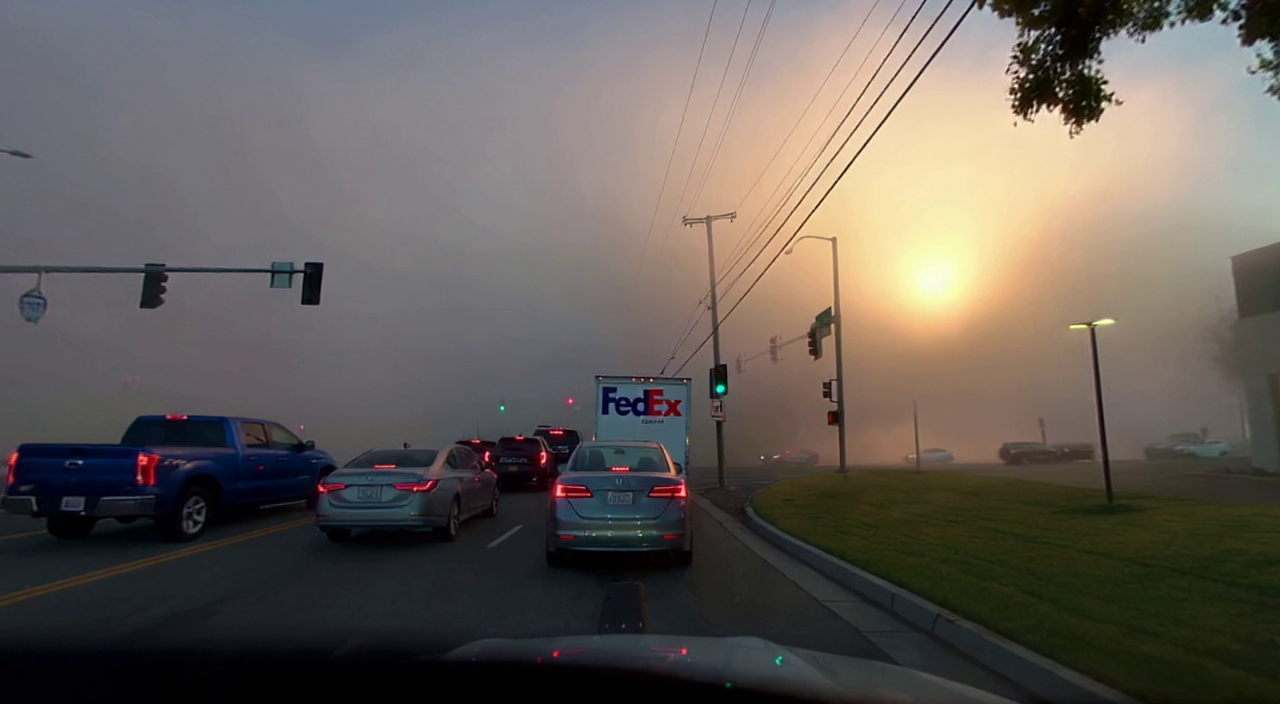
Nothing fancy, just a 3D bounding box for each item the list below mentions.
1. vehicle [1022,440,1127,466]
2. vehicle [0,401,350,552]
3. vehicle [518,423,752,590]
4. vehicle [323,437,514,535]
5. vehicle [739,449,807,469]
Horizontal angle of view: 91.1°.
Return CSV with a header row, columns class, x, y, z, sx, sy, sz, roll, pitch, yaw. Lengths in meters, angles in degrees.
class,x,y,z,sx,sy,sz,roll,pitch,yaw
vehicle,25.671,5.971,37.158,4.794,1.481,1.968,1,-8,-3
vehicle,-7.282,1.980,10.738,2.125,1.893,5.498,0,-9,-2
vehicle,-0.048,1.746,7.969,2.145,1.513,4.269,0,-9,0
vehicle,-3.865,2.396,11.932,1.949,1.487,4.390,0,-9,1
vehicle,10.271,8.285,48.647,4.841,1.494,1.829,1,-9,-5
